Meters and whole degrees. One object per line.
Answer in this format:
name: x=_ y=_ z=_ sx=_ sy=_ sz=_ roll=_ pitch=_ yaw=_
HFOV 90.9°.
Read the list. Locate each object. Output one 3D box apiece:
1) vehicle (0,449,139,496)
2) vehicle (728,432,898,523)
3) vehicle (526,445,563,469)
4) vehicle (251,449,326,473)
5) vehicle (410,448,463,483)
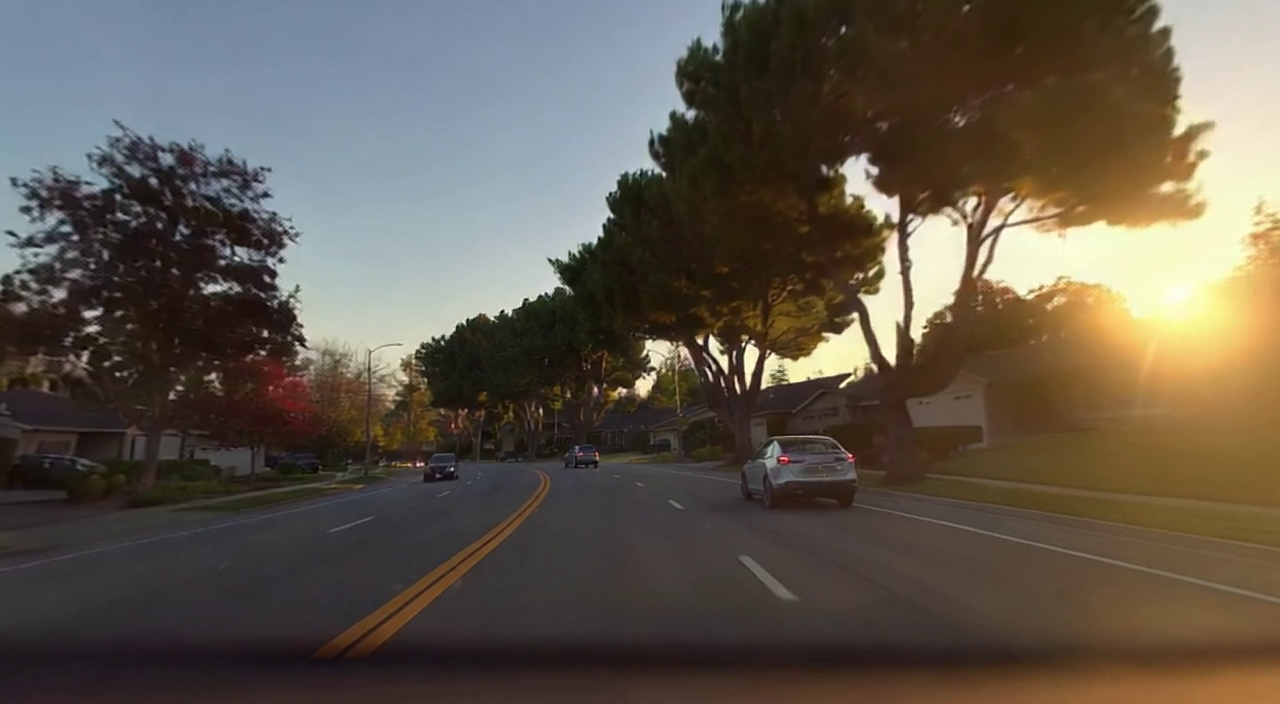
vehicle: x=-20.757 y=4.226 z=22.180 sx=4.670 sy=1.533 sz=1.904 roll=-1 pitch=-9 yaw=3
vehicle: x=3.240 y=2.440 z=12.837 sx=1.934 sy=1.506 sz=4.282 roll=0 pitch=-9 yaw=-5
vehicle: x=-7.104 y=7.722 z=46.591 sx=2.106 sy=1.667 sz=4.367 roll=2 pitch=-9 yaw=-16
vehicle: x=-26.063 y=8.029 z=46.796 sx=4.477 sy=1.631 sz=1.893 roll=8 pitch=-12 yaw=-43
vehicle: x=-10.738 y=5.971 z=33.582 sx=2.091 sy=1.700 sz=4.438 roll=1 pitch=-9 yaw=-11
